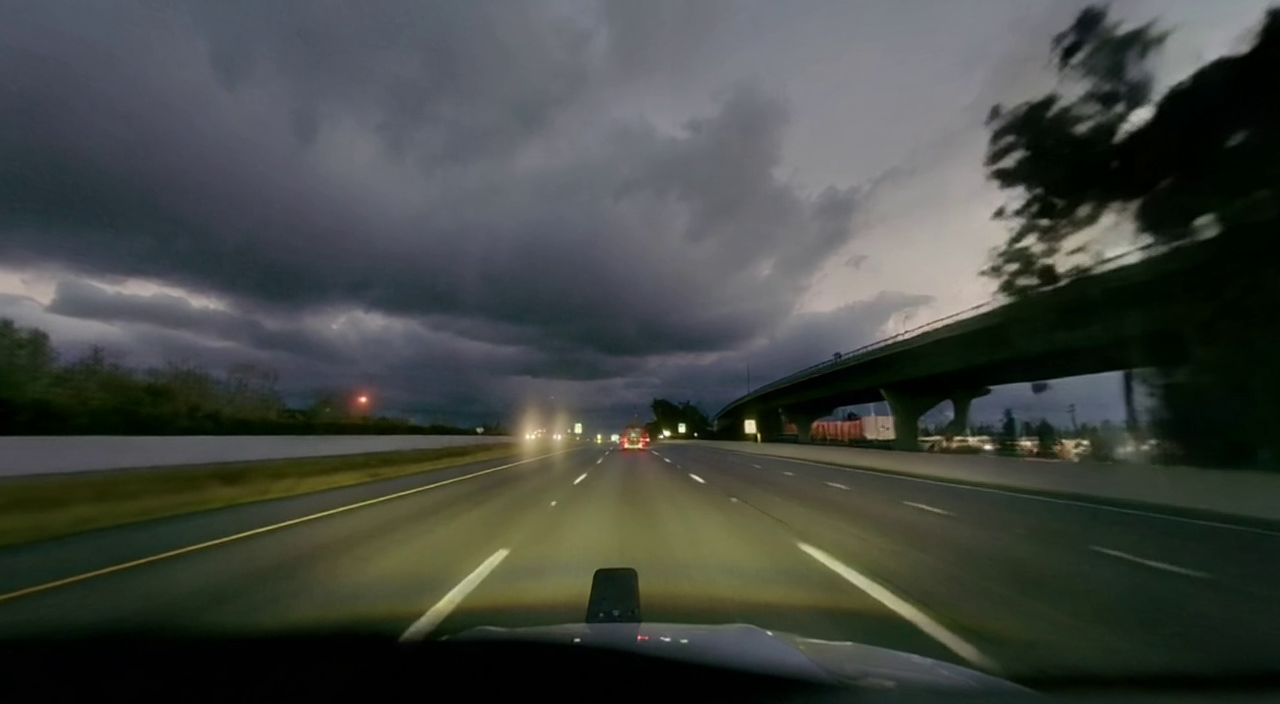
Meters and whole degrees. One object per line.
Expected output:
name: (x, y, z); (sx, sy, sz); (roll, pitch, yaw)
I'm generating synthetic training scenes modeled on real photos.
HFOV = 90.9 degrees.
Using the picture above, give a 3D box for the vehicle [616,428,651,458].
vehicle: (-0.500, 6.250, 43.510); (2.277, 1.913, 4.510); (0, -8, -2)
